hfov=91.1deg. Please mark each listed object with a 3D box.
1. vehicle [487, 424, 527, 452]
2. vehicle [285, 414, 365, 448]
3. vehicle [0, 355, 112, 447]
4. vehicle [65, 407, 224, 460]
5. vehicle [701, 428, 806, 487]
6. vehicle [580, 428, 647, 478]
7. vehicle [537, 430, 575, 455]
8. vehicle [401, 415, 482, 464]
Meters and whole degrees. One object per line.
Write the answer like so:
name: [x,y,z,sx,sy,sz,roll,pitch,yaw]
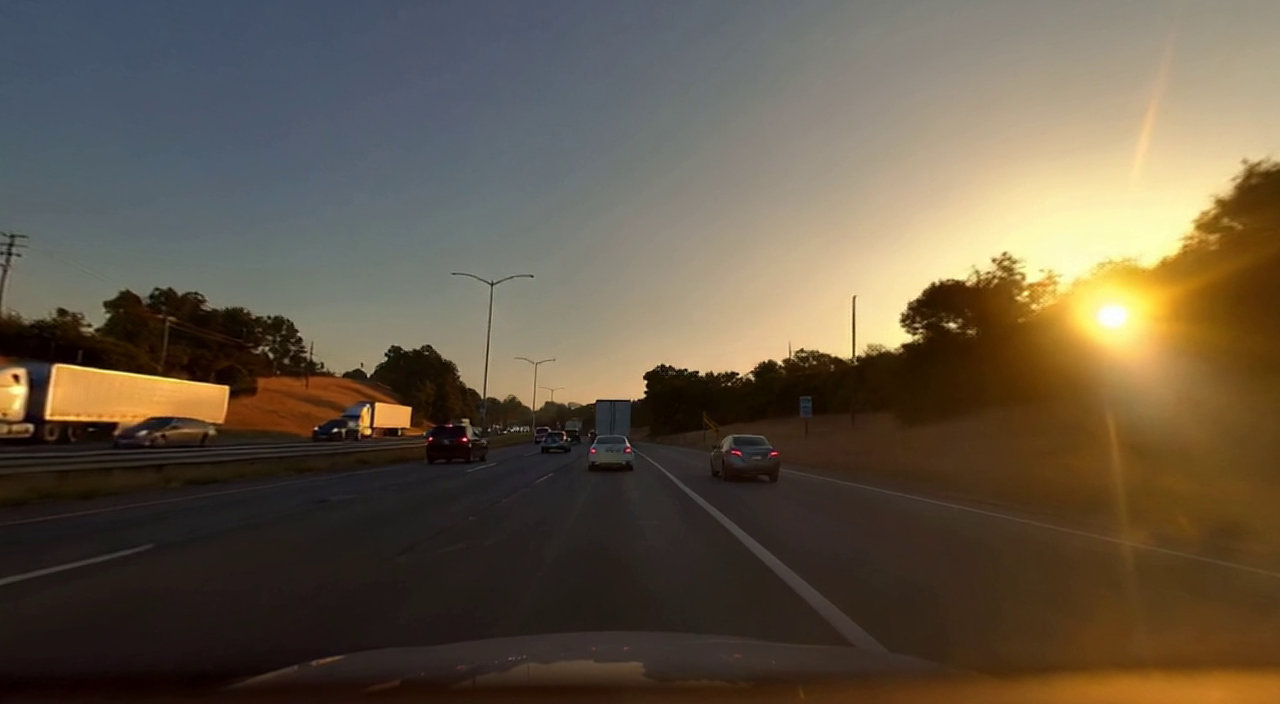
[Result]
vehicle: [-9.453,6.153,44.977,1.992,1.838,4.493,0,-8,-2]
vehicle: [-15.786,4.009,31.766,1.993,1.617,4.277,0,-8,-3]
vehicle: [-28.237,2.392,28.999,2.908,3.868,5.411,1,-8,-3]
vehicle: [-15.543,2.615,20.052,1.903,1.506,3.980,0,-8,-2]
vehicle: [3.107,2.978,18.233,1.981,1.474,4.396,0,-8,-4]
vehicle: [-0.861,3.251,20.632,1.980,1.478,3.758,0,-8,-2]
vehicle: [-5.342,5.818,40.508,2.046,1.493,4.384,0,-8,-2]
vehicle: [-8.713,3.883,28.048,2.158,1.943,4.662,0,-8,-1]
